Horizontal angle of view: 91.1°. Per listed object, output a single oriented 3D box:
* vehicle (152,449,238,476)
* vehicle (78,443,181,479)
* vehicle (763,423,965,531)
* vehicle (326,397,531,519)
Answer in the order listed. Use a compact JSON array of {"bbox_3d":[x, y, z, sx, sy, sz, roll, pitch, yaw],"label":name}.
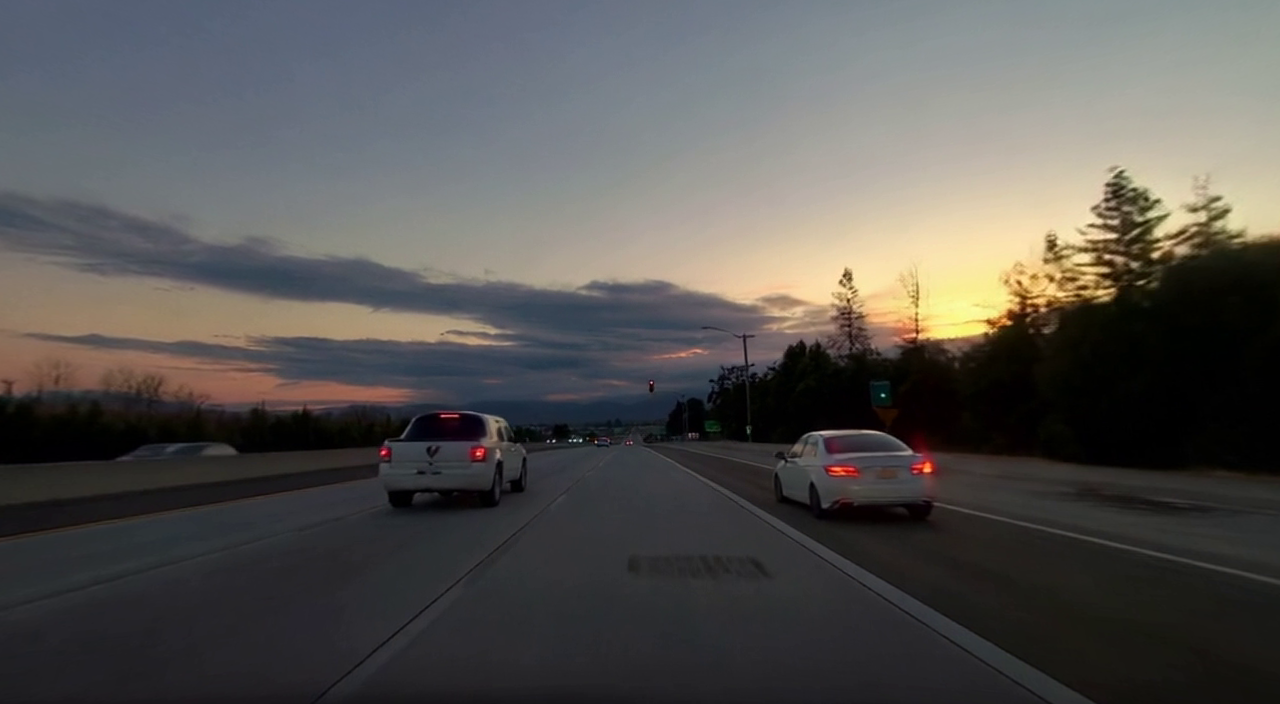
[{"bbox_3d":[-26.939,6.669,38.244,1.809,1.483,4.661,0,-8,0],"label":"vehicle"},{"bbox_3d":[-30.592,6.518,37.901,2.022,1.946,4.972,0,-8,-1],"label":"vehicle"},{"bbox_3d":[3.546,2.033,10.967,1.817,1.465,4.415,0,-8,-1],"label":"vehicle"},{"bbox_3d":[-3.601,1.937,12.132,2.106,1.779,5.610,0,-8,-1],"label":"vehicle"}]
